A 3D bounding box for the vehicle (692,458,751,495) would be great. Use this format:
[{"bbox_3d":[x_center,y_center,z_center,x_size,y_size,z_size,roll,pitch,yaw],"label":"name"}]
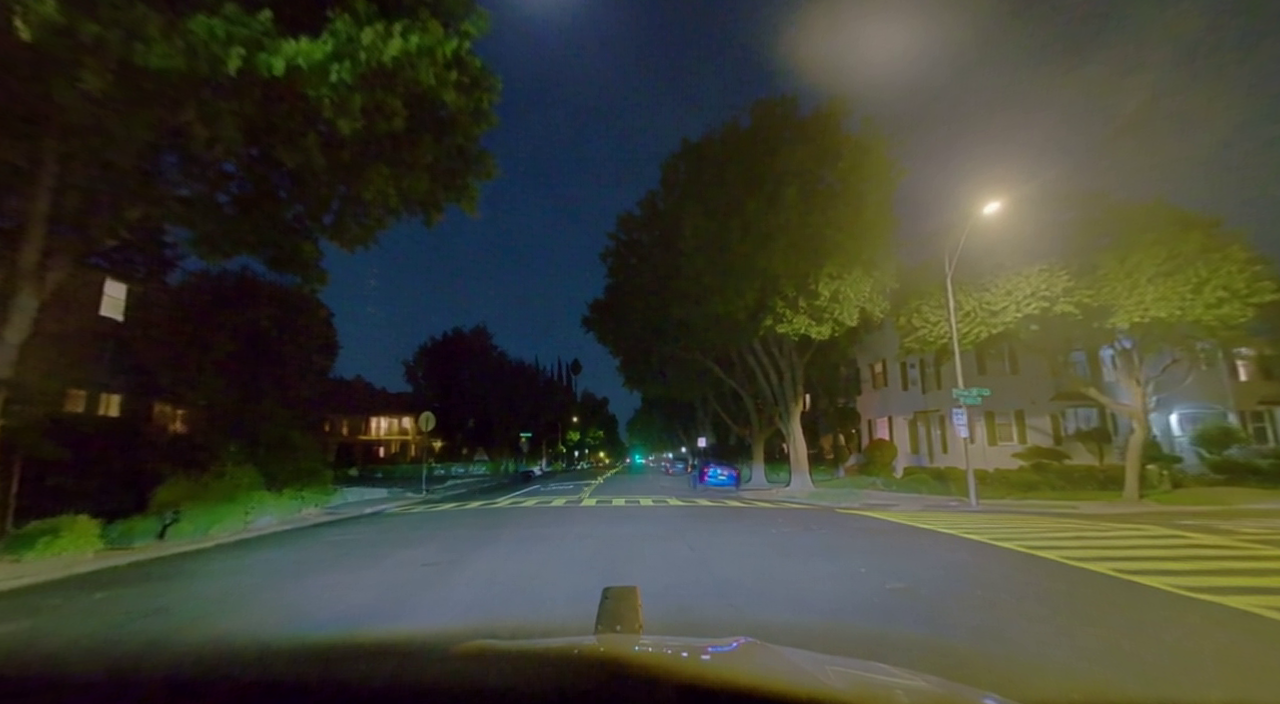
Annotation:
[{"bbox_3d":[3.627,5.652,28.993,1.961,1.472,4.434,0,-9,-2],"label":"vehicle"}]
